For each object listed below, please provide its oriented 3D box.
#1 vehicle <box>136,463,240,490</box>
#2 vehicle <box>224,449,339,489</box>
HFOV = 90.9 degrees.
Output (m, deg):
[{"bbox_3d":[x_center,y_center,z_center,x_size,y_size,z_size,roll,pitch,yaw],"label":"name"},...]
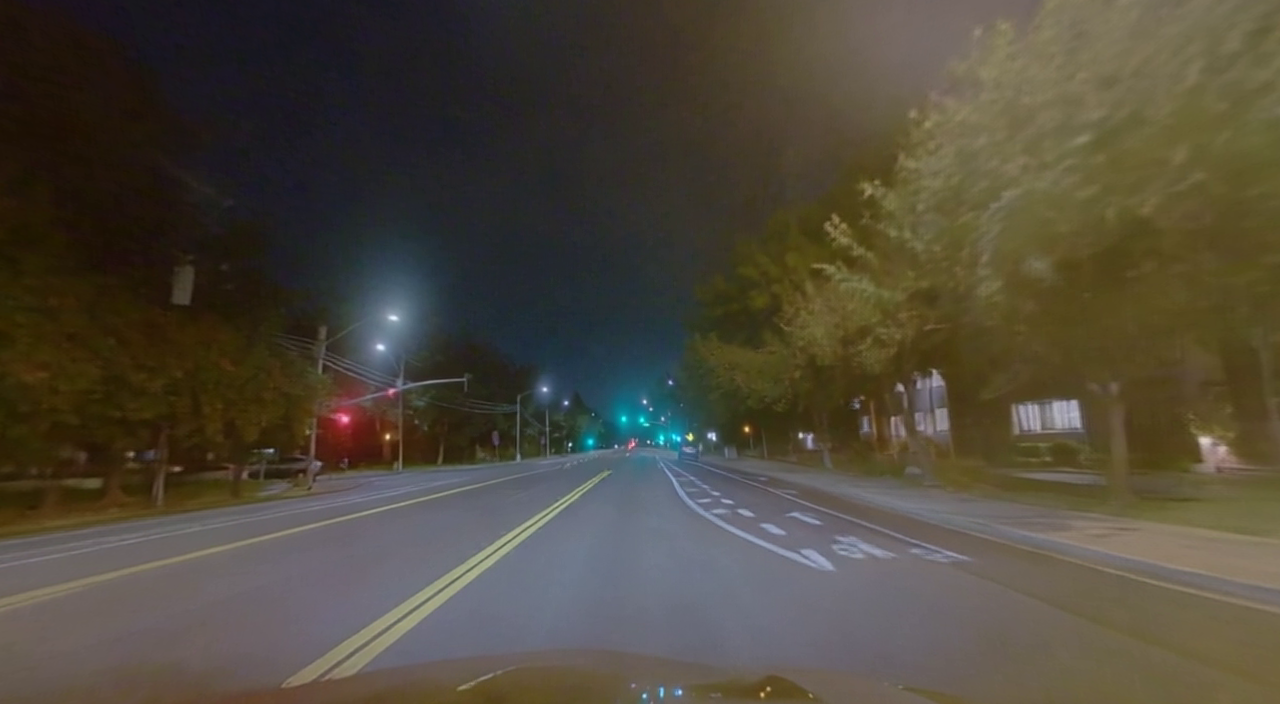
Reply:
[{"bbox_3d":[-27.751,7.638,38.836,4.696,1.518,2.224,0,-8,-2],"label":"vehicle"},{"bbox_3d":[-21.915,7.171,38.662,5.841,1.902,2.244,-5,-8,4],"label":"vehicle"}]
